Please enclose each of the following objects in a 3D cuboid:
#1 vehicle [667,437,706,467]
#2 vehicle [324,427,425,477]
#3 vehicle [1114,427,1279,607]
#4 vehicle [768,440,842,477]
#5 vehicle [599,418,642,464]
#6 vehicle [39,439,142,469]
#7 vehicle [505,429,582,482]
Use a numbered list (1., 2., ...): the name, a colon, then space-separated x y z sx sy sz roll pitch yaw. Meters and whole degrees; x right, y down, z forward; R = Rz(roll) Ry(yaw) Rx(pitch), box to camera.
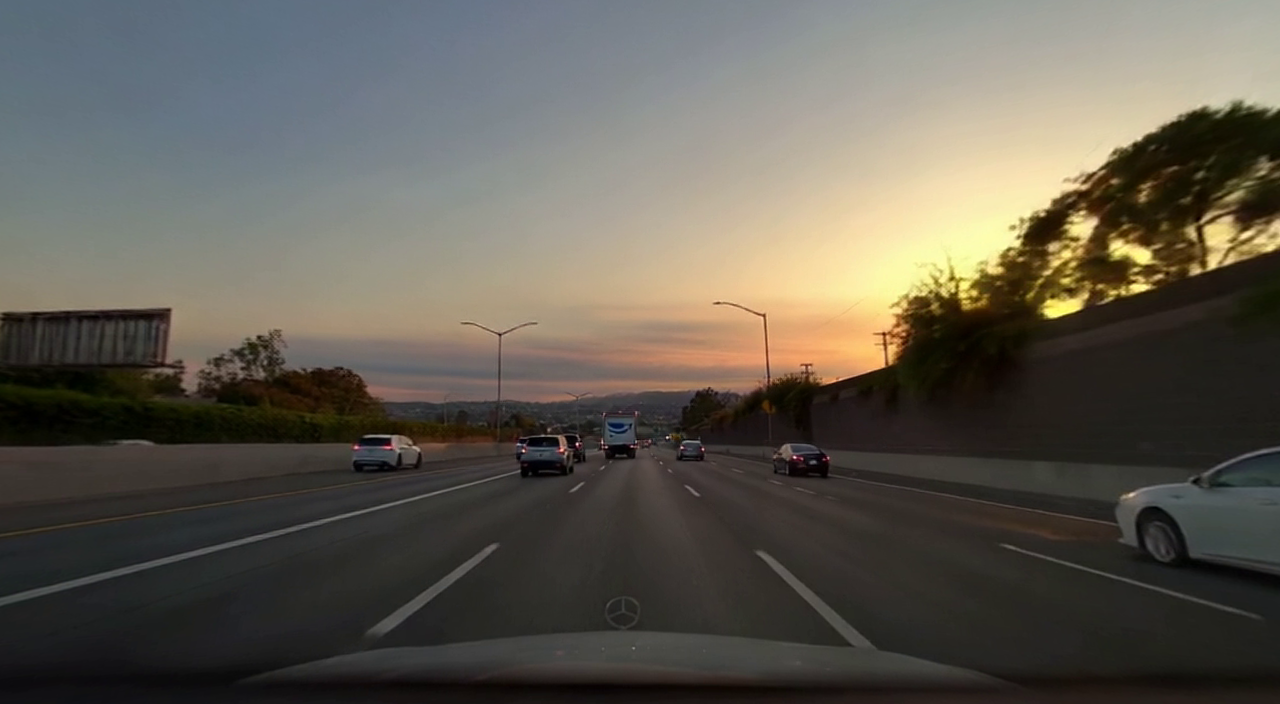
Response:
1. vehicle: 2.727 5.960 37.518 2.067 1.654 3.985 0 -8 1
2. vehicle: -10.142 3.865 24.461 2.023 1.739 4.229 0 -8 0
3. vehicle: 6.371 1.313 4.775 2.026 1.487 4.489 1 -8 -1
4. vehicle: 7.212 4.710 28.077 1.970 1.499 4.491 1 -8 -2
5. vehicle: -1.182 5.842 41.096 2.456 2.705 6.251 0 -8 1
6. vehicle: -32.696 6.073 37.658 2.072 1.667 4.415 0 -8 1
7. vehicle: -3.380 3.731 22.923 2.095 1.688 4.188 0 -8 1
